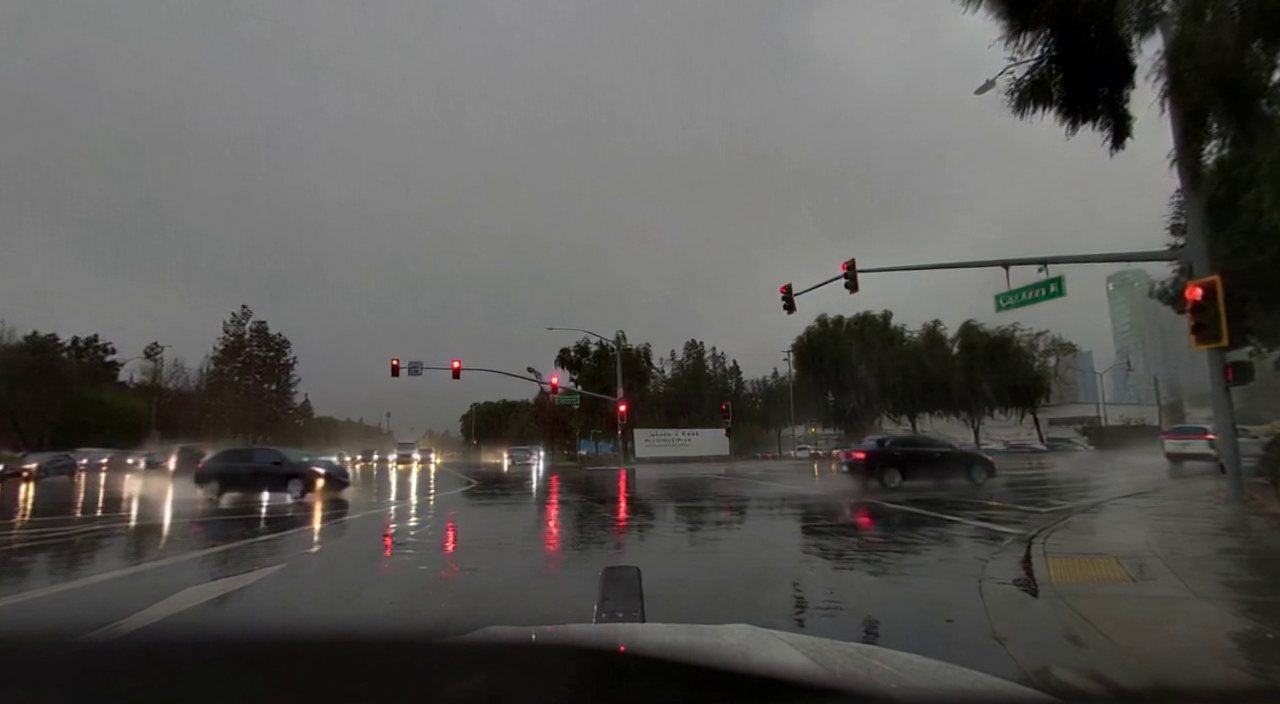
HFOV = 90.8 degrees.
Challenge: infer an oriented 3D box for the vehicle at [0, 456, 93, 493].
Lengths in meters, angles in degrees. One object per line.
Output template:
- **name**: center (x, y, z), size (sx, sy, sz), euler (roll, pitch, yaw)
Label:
- **vehicle**: center (-31.191, 6.263, 32.643), size (2.142, 1.723, 4.692), euler (1, -9, -9)

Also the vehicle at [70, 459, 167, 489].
- **vehicle**: center (-28.415, 6.623, 34.636), size (1.965, 1.448, 4.553), euler (1, -9, -9)

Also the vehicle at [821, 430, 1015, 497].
- **vehicle**: center (7.230, 2.889, 16.641), size (4.281, 1.621, 1.903), euler (1, -9, -12)

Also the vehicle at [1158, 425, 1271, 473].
- **vehicle**: center (22.974, 3.856, 25.239), size (4.619, 1.759, 2.101), euler (5, -10, -33)

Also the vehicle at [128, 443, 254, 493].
- **vehicle**: center (-19.554, 5.021, 27.961), size (2.358, 1.937, 5.896), euler (2, -9, -13)

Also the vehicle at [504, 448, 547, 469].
- **vehicle**: center (-8.470, 7.874, 46.997), size (1.989, 1.496, 4.211), euler (-1, -9, 7)

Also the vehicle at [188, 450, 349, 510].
- **vehicle**: center (-10.527, 3.505, 17.805), size (4.728, 1.471, 1.957), euler (-6, -10, 34)
